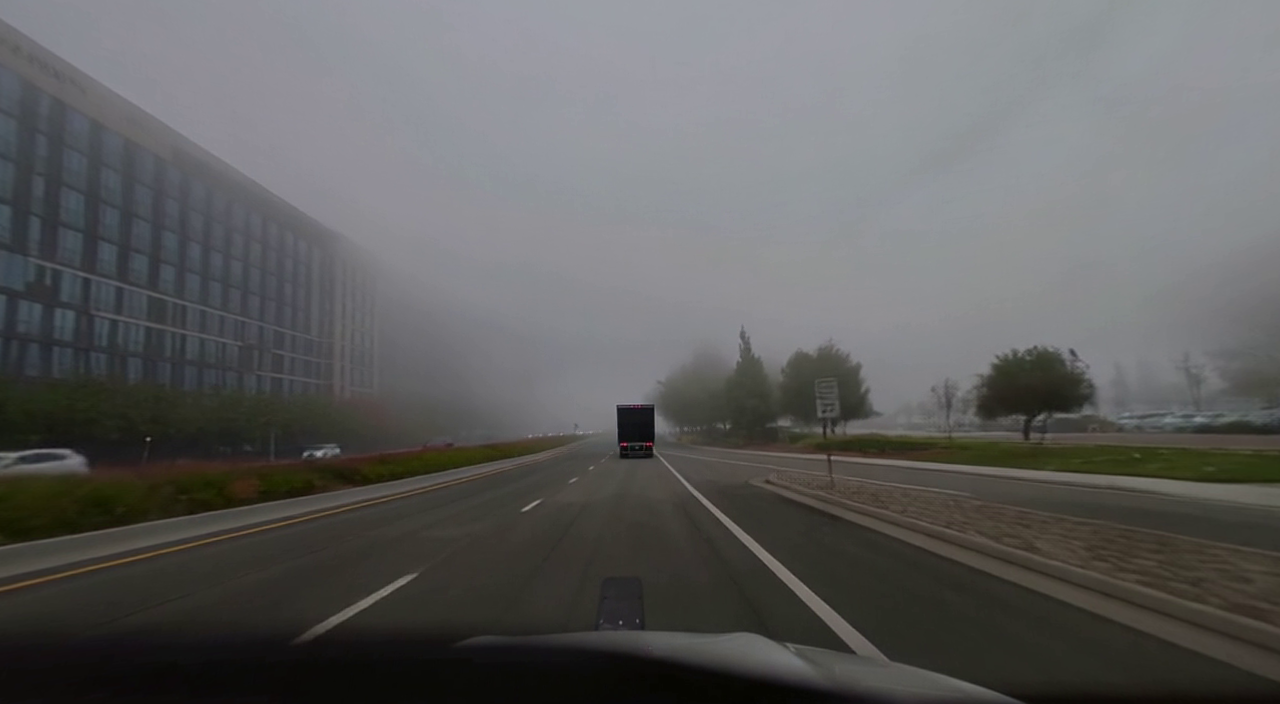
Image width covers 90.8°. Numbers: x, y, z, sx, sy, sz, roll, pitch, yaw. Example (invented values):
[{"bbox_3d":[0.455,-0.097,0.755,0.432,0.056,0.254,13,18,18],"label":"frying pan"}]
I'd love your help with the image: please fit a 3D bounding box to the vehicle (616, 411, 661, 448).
[{"bbox_3d":[-0.176,4.202,33.660,2.178,1.829,4.932,0,-9,-3],"label":"vehicle"}]
